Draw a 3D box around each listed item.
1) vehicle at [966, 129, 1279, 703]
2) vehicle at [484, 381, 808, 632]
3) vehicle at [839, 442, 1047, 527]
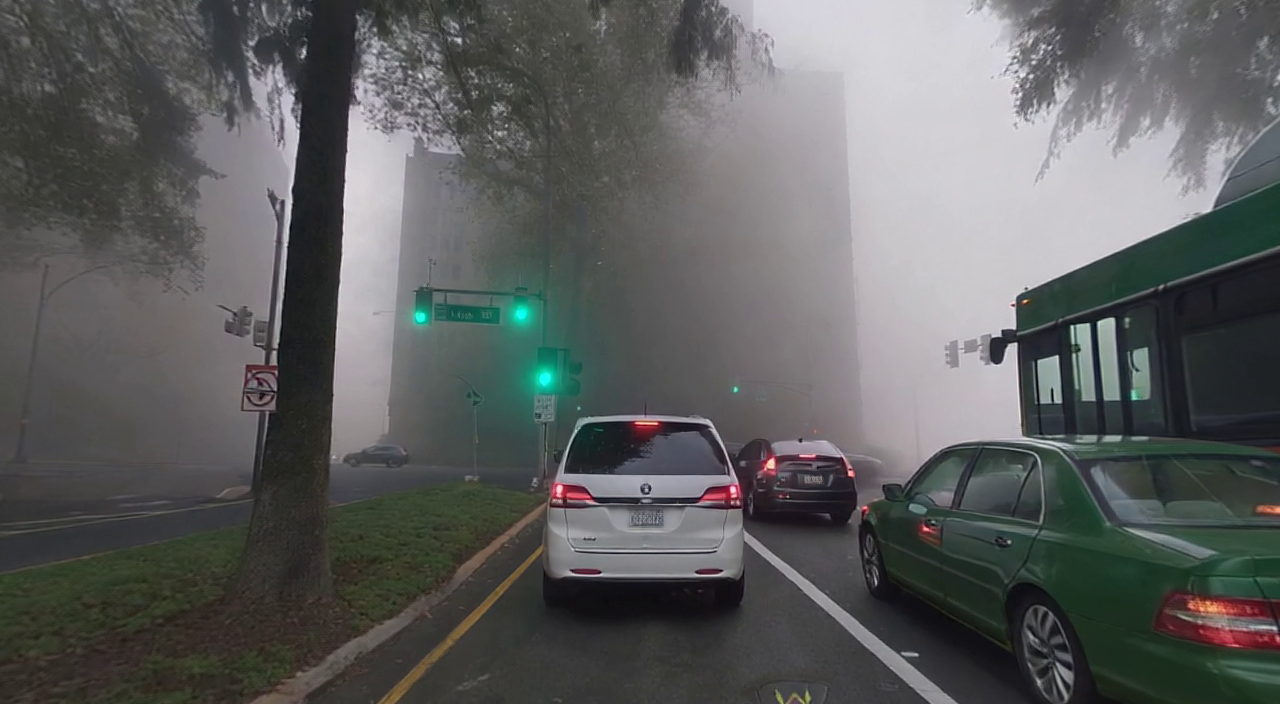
[{"bbox_3d":[2.618,0.318,0.431,2.037,2.065,5.037,0,-8,0],"label":"vehicle"},{"bbox_3d":[0.018,1.475,7.012,2.381,1.842,4.603,0,-8,-1],"label":"vehicle"},{"bbox_3d":[5.986,2.639,13.228,1.987,1.457,4.675,0,-8,-1],"label":"vehicle"}]
